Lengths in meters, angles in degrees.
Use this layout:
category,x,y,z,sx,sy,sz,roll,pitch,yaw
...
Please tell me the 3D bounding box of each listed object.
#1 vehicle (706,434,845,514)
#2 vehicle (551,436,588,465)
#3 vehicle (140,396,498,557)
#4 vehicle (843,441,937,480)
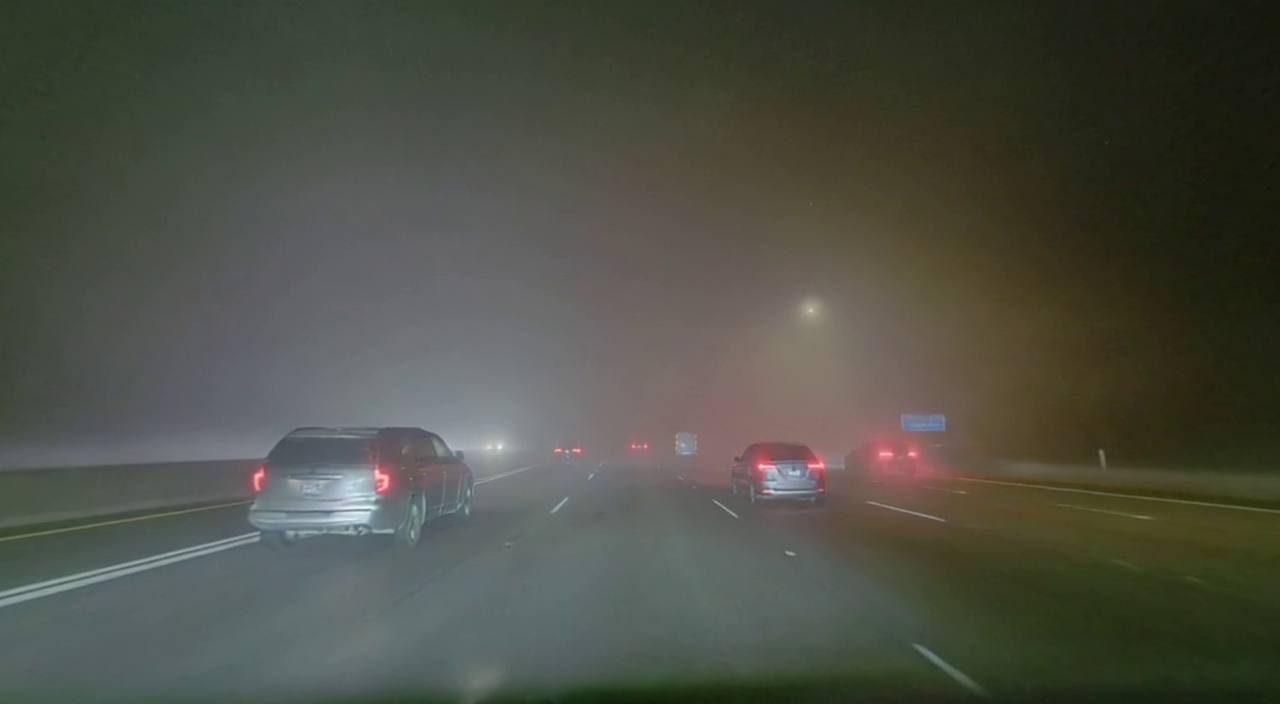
category,x,y,z,sx,sy,sz,roll,pitch,yaw
vehicle,2.832,2.667,14.375,2.053,1.510,4.400,0,-8,-2
vehicle,-4.779,6.753,43.394,2.149,1.843,4.348,0,-8,-1
vehicle,-4.375,1.863,10.260,2.684,1.839,5.803,0,-8,1
vehicle,10.465,4.548,26.826,2.105,1.496,4.393,0,-8,-1
